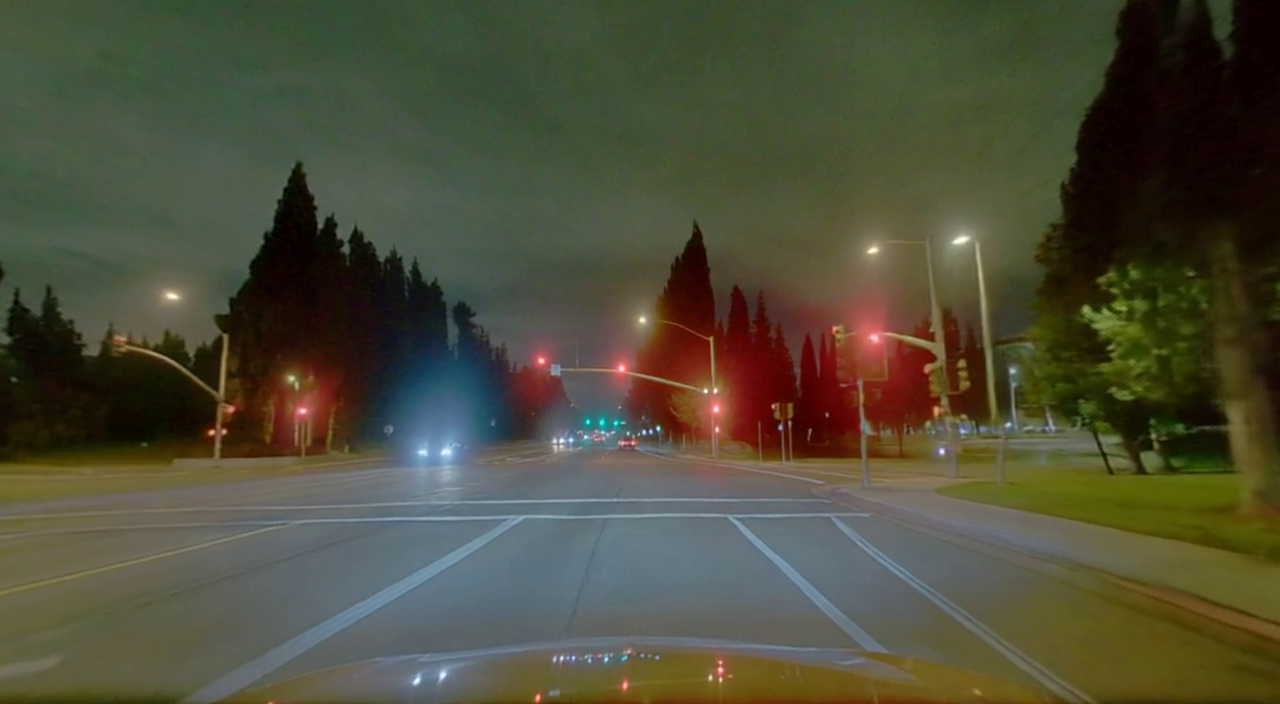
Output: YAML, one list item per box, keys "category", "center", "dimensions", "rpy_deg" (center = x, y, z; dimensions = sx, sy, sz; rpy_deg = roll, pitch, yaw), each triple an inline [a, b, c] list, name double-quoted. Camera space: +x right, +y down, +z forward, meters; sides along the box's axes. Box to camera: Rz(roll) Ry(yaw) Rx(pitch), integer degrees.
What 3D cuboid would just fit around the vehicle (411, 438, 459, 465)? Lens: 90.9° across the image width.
- category: "vehicle"
  center: [-13.340, 6.499, 41.236]
  dimensions: [1.877, 1.600, 3.952]
  rpy_deg: [1, -9, -1]
